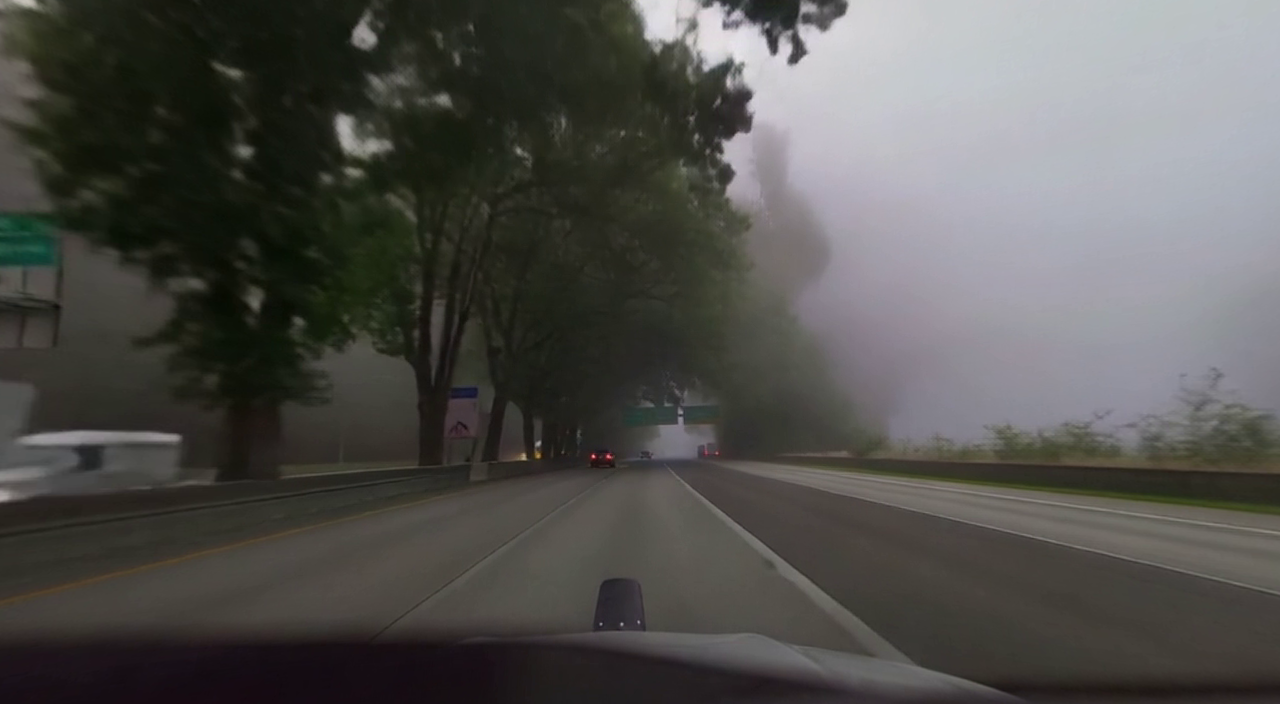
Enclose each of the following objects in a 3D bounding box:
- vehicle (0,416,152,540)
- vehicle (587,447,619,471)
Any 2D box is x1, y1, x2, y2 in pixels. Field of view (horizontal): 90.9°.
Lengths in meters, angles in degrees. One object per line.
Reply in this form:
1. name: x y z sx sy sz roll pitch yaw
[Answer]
1. vehicle: -14.438 2.786 14.190 2.331 2.554 5.554 0 -9 0
2. vehicle: -2.734 8.029 47.478 2.086 1.650 4.122 0 -9 1
